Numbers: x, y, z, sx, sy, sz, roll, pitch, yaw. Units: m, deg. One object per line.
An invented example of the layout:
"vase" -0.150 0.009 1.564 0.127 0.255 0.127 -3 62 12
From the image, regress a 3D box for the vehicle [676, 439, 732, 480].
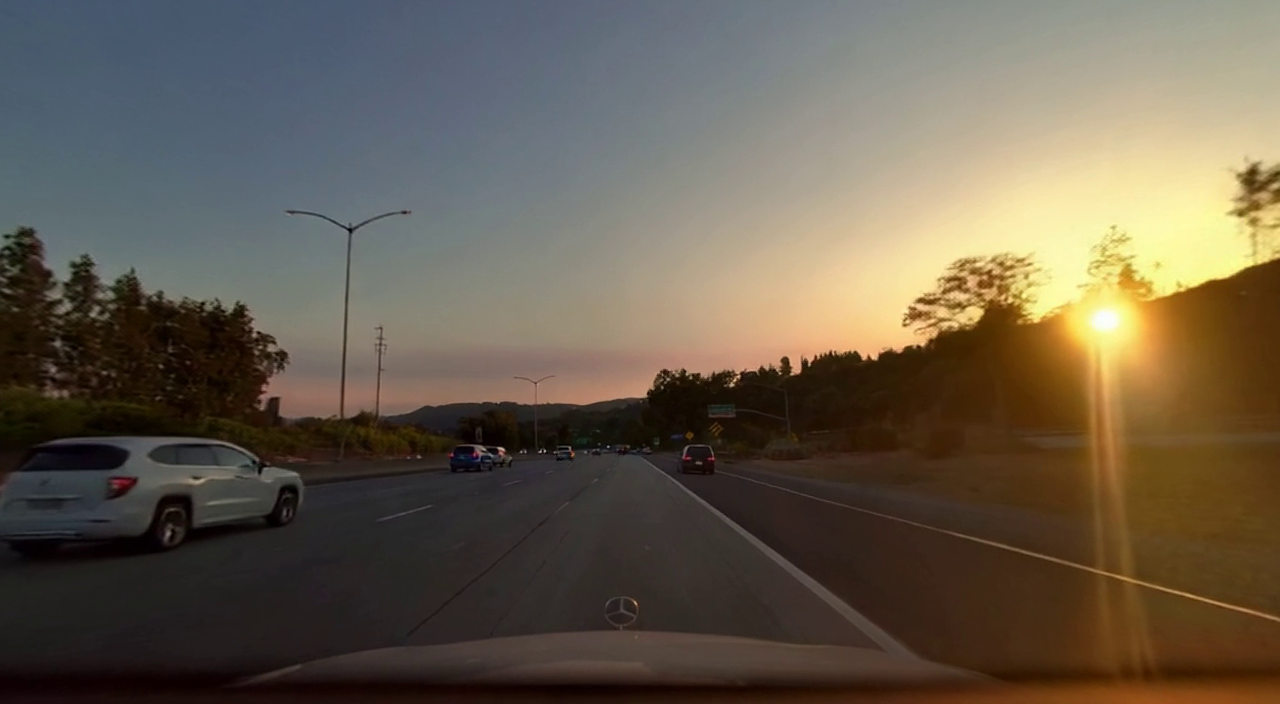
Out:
"vehicle" 3.164 5.454 32.162 2.184 1.892 4.763 0 -9 -2

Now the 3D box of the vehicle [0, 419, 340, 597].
"vehicle" -6.974 1.998 9.180 2.524 1.806 5.325 0 -9 1

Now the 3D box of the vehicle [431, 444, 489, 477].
"vehicle" -10.974 6.608 38.646 2.137 1.873 4.687 0 -9 0
